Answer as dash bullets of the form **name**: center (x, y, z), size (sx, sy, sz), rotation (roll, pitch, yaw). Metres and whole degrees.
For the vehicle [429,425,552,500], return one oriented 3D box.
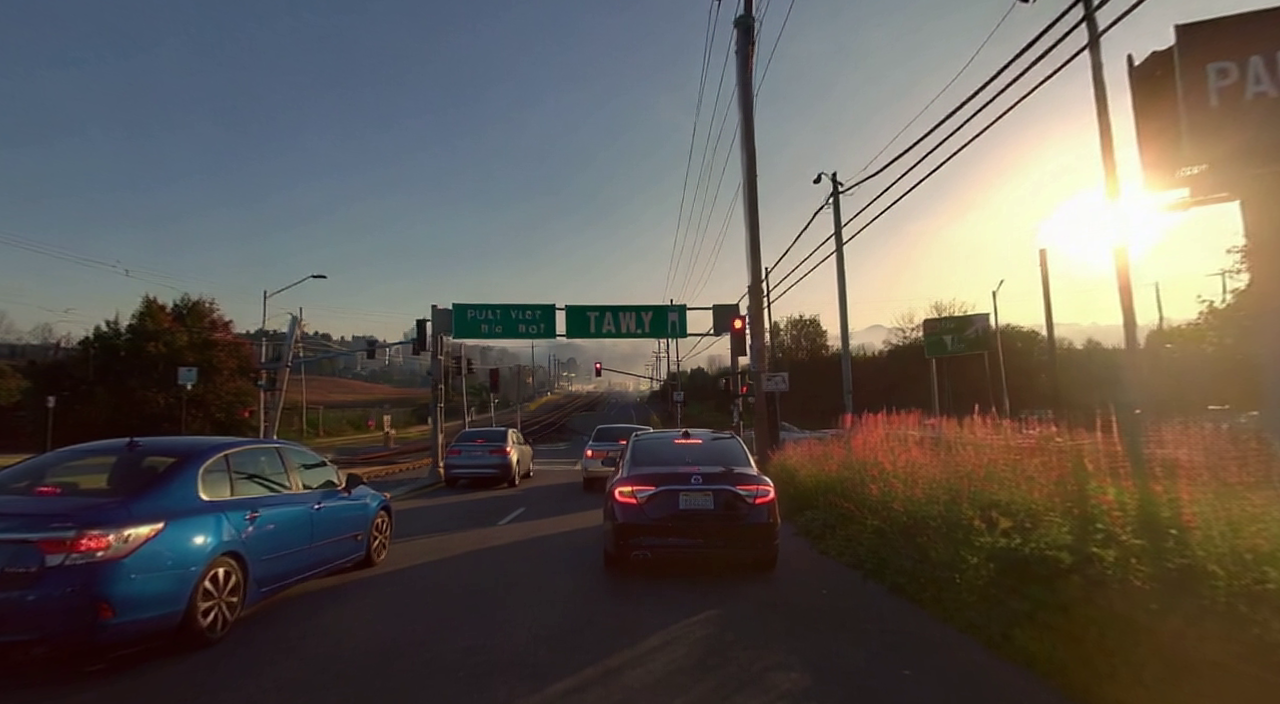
- **vehicle**: center (-3.317, 2.552, 14.871), size (1.984, 1.505, 4.047), rotation (0, -8, -1)

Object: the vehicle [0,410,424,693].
- **vehicle**: center (-3.691, 1.383, 5.653), size (1.956, 1.468, 4.585), rotation (0, -8, -1)

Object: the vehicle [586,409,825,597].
- **vehicle**: center (0.432, 1.549, 7.297), size (1.998, 1.529, 3.960), rotation (1, -8, -3)
